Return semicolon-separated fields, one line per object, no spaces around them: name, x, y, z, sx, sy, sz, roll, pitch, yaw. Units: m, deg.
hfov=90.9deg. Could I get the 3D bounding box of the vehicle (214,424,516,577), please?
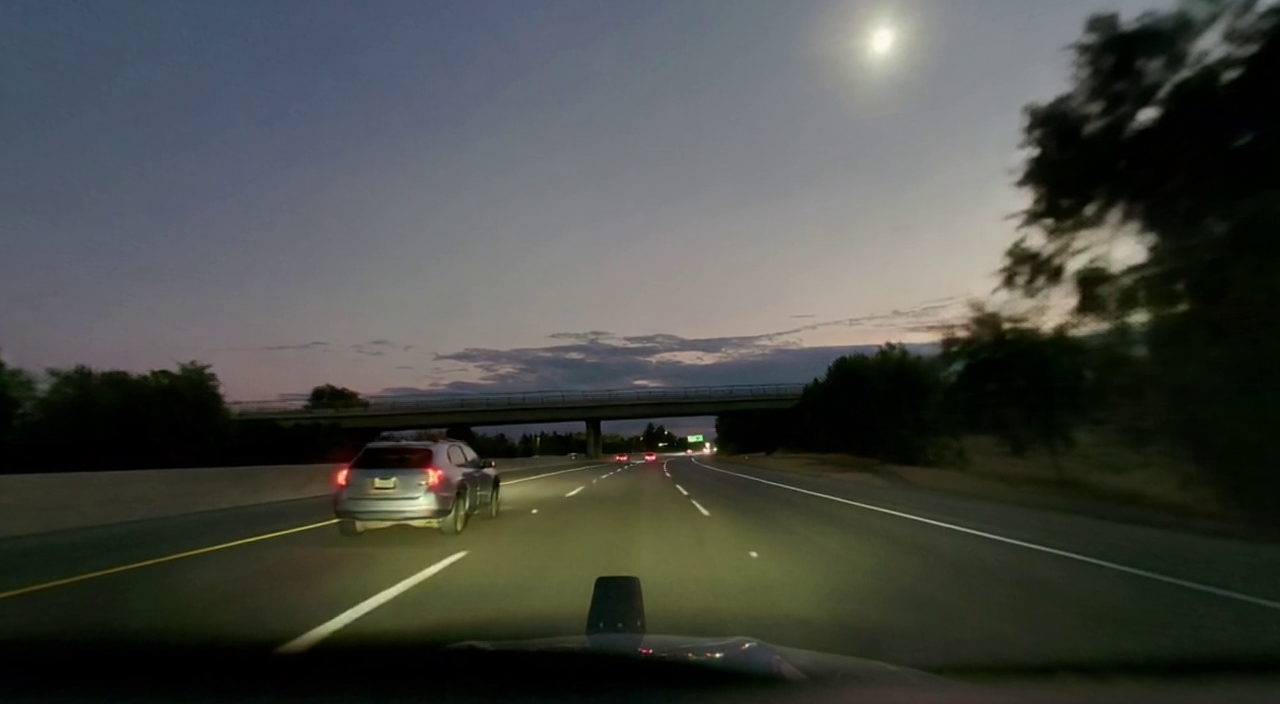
vehicle;-3.466;1.989;9.313;2.274;1.628;4.807;0;-9;0
